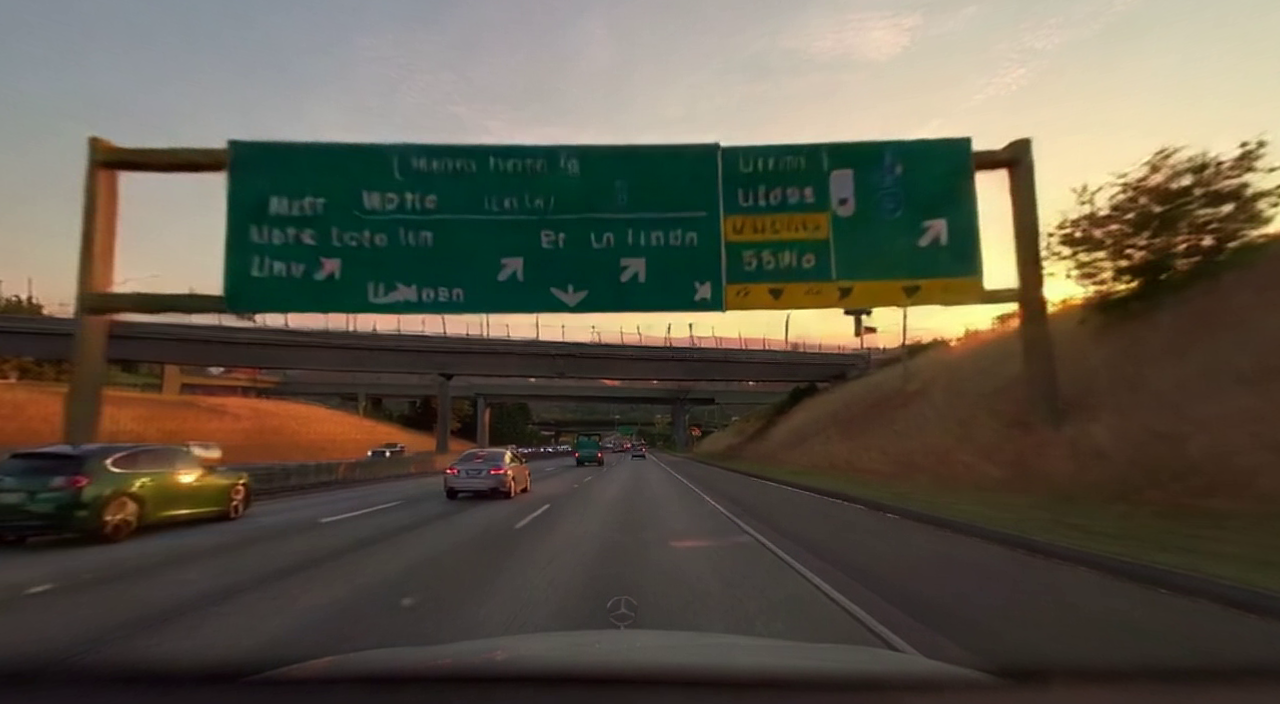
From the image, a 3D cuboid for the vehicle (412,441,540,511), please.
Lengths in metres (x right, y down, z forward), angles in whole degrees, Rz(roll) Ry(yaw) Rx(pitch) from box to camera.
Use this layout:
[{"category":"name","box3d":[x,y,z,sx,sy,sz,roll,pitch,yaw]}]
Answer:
[{"category":"vehicle","box3d":[-3.684,2.858,14.963,1.924,1.436,3.915,0,-9,1]}]

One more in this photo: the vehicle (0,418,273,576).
[{"category":"vehicle","box3d":[-7.257,1.772,8.452,2.091,1.558,4.220,0,-9,0]}]

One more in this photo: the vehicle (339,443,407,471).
[{"category":"vehicle","box3d":[-15.685,6.187,37.384,1.959,1.549,4.625,0,-9,0]}]

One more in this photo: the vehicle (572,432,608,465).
[{"category":"vehicle","box3d":[-3.849,7.614,49.917,2.290,2.453,5.561,0,-9,1]}]
